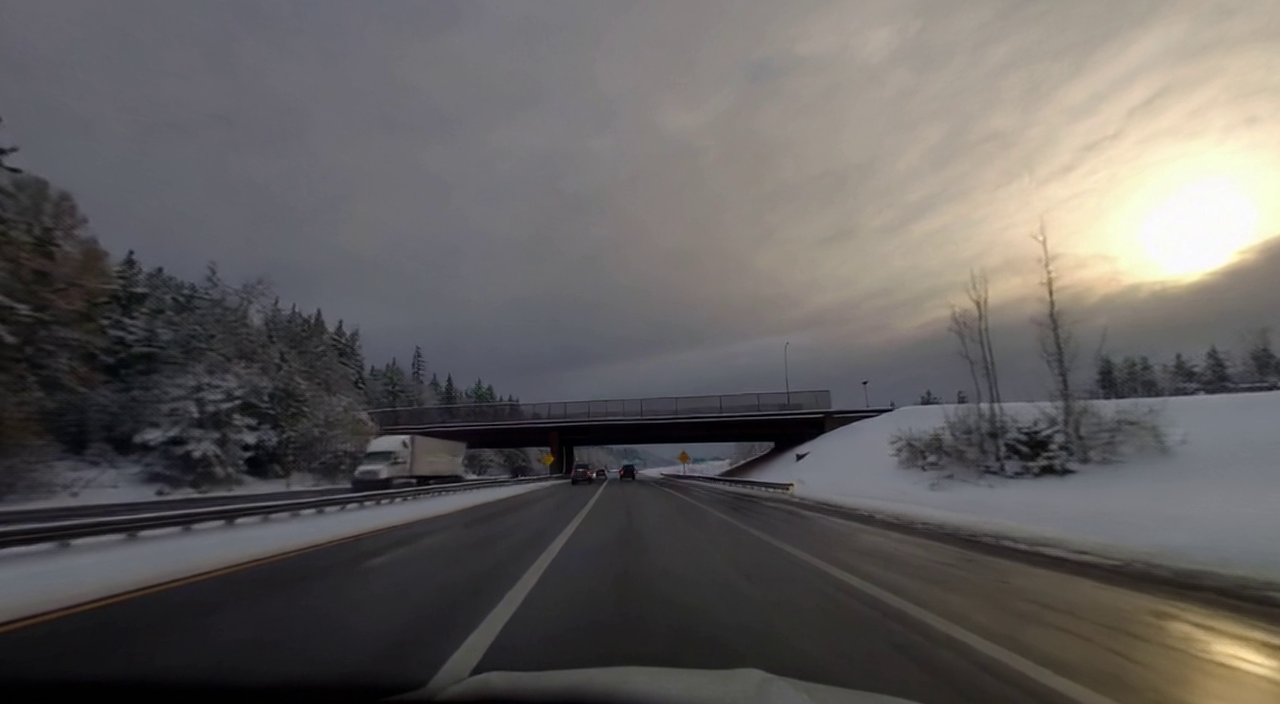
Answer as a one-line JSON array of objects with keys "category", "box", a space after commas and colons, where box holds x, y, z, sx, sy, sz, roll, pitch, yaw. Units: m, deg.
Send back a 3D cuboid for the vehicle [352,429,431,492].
[{"category": "vehicle", "box": [-17.072, 7.563, 43.724, 3.032, 3.979, 5.796, 1, -11, -2]}]
